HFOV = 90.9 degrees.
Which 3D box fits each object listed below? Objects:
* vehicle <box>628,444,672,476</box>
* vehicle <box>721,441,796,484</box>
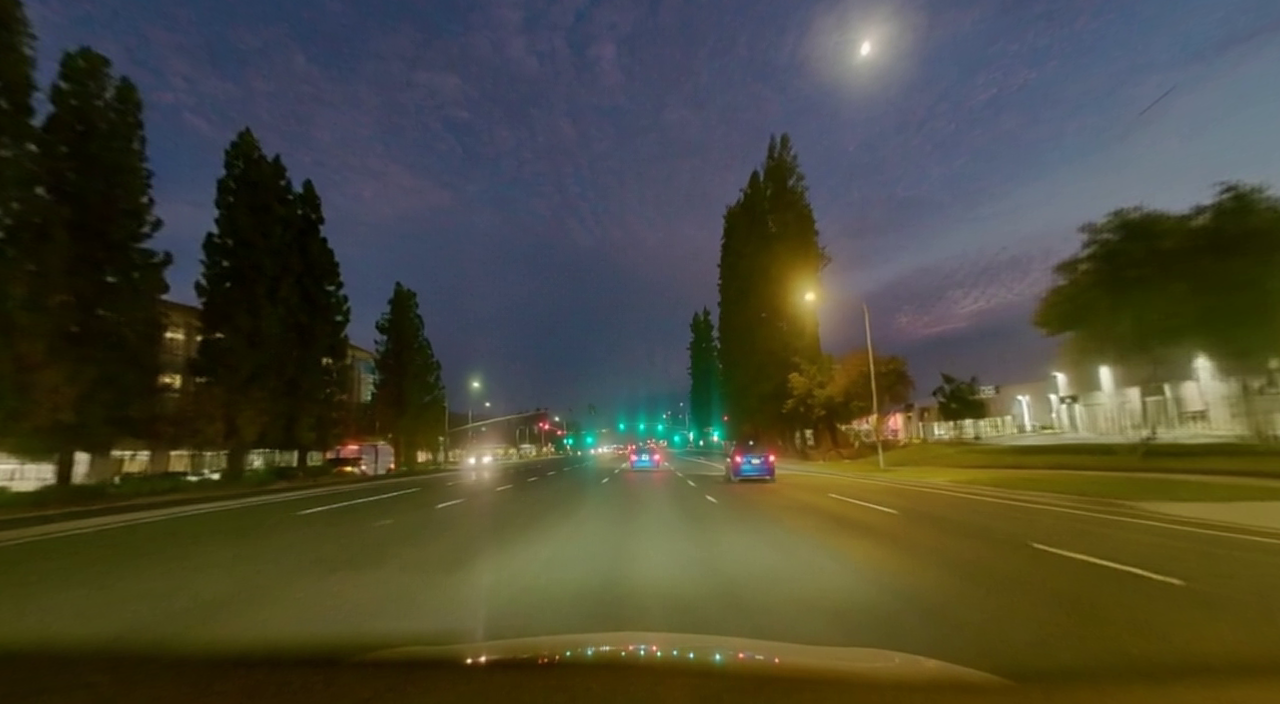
[{"bbox_3d":[0.504,5.598,32.994,2.144,1.505,4.128,0,-8,0],"label":"vehicle"},{"bbox_3d":[4.458,4.211,24.345,2.067,1.497,4.327,0,-8,0],"label":"vehicle"}]
